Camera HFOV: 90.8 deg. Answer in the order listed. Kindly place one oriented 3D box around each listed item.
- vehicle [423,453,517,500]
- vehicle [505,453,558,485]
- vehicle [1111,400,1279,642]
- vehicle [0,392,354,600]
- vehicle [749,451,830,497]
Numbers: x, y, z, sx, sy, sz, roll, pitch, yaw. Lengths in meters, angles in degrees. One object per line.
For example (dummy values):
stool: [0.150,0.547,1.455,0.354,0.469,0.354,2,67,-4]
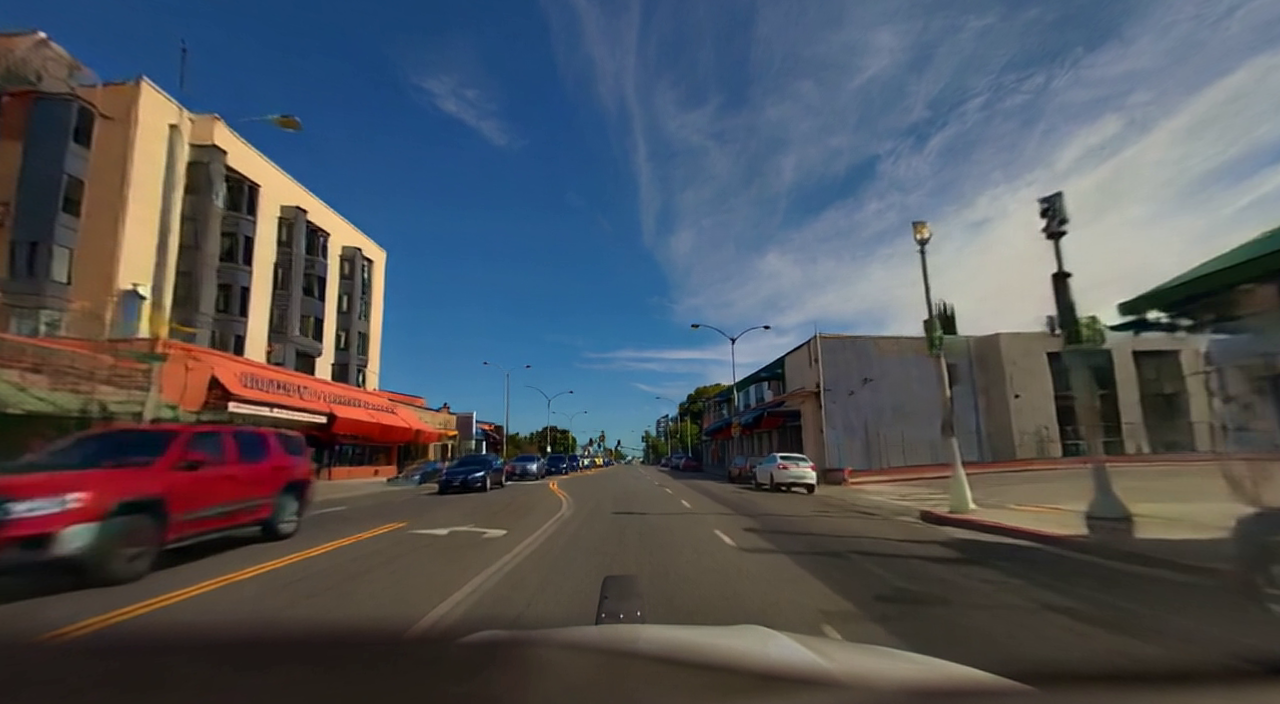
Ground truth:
vehicle: [-5.817,4.292,22.201,2.052,1.481,4.248,0,-9,1]
vehicle: [-5.571,6.054,32.978,1.949,1.533,3.864,0,-9,2]
vehicle: [5.844,1.124,3.798,2.059,1.804,5.182,0,-9,1]
vehicle: [-5.816,1.706,8.326,1.937,1.944,4.640,0,-9,-1]
vehicle: [5.583,4.590,24.226,1.957,1.572,4.418,0,-9,-1]
